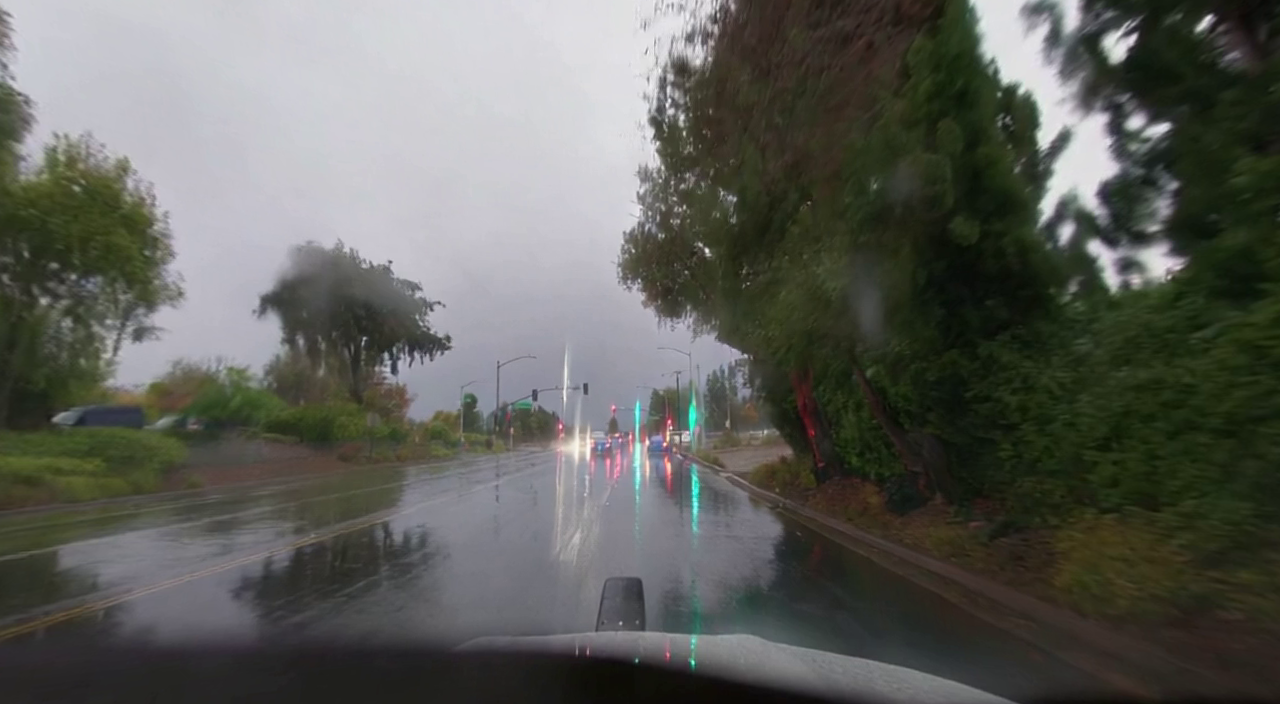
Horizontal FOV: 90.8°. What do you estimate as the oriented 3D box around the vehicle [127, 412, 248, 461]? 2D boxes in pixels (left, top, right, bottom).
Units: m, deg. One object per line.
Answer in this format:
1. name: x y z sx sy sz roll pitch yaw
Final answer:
1. vehicle: -33.519 6.236 46.703 9.036 3.379 2.893 -3 -9 25
